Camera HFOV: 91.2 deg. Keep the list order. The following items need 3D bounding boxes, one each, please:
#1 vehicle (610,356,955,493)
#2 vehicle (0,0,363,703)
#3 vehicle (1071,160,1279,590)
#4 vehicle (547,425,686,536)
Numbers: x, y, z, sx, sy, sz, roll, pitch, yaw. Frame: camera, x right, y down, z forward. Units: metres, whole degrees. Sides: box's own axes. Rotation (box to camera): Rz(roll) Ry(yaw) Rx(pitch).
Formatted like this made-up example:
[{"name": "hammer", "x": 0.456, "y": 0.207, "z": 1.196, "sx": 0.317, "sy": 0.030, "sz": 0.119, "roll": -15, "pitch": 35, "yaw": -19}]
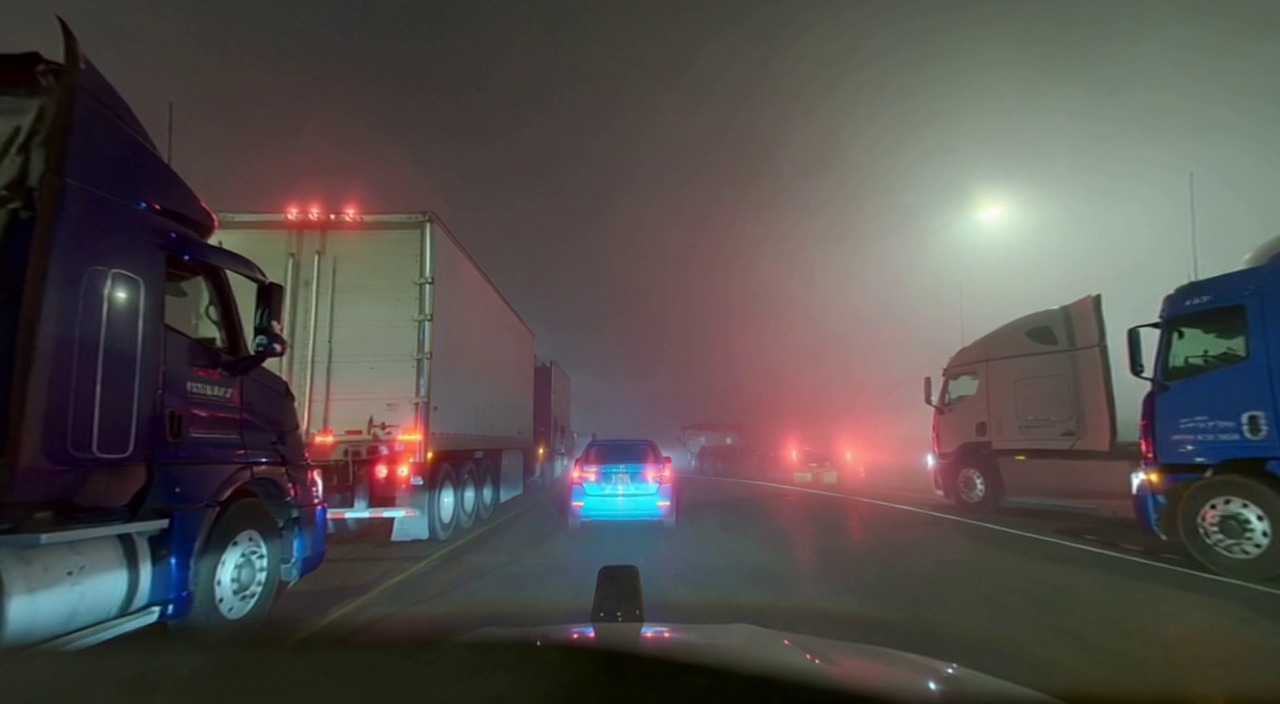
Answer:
[{"name": "vehicle", "x": 4.475, "y": 3.131, "z": 25.420, "sx": 2.877, "sy": 4.124, "sz": 14.516, "roll": 4, "pitch": -10, "yaw": -41}, {"name": "vehicle", "x": -3.962, "y": -0.128, "z": 1.071, "sx": 2.986, "sy": 3.391, "sz": 9.523, "roll": 0, "pitch": -9, "yaw": -3}, {"name": "vehicle", "x": 11.162, "y": -0.264, "z": 3.684, "sx": 13.564, "sy": 4.152, "sz": 3.110, "roll": -9, "pitch": -12, "yaw": 42}, {"name": "vehicle", "x": -0.401, "y": 2.304, "z": 11.732, "sx": 2.140, "sy": 1.682, "sz": 3.971, "roll": 0, "pitch": -9, "yaw": -1}]
